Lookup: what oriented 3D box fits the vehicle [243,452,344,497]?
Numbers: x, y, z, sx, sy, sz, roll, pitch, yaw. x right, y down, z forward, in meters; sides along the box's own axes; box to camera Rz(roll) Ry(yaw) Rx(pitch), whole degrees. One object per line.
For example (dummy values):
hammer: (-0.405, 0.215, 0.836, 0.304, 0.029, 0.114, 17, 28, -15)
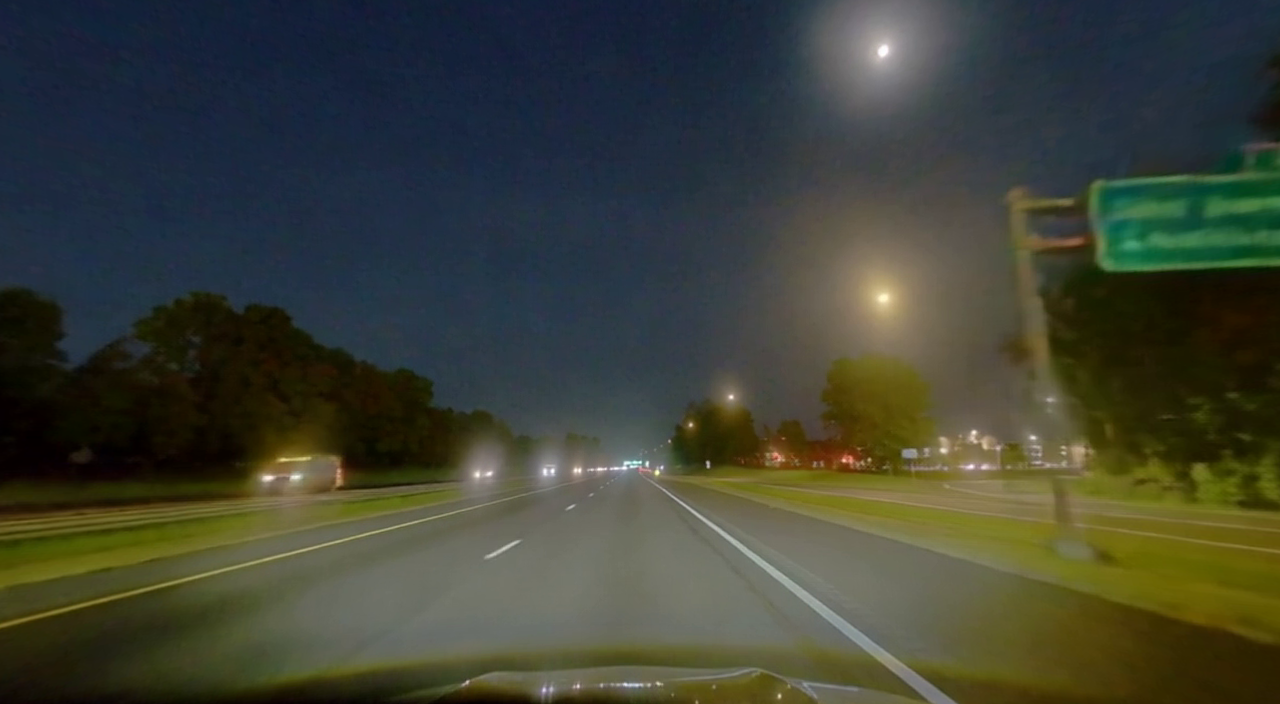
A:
vehicle: (-16.240, 5.787, 29.873, 2.038, 1.869, 4.719, 1, -11, -1)
